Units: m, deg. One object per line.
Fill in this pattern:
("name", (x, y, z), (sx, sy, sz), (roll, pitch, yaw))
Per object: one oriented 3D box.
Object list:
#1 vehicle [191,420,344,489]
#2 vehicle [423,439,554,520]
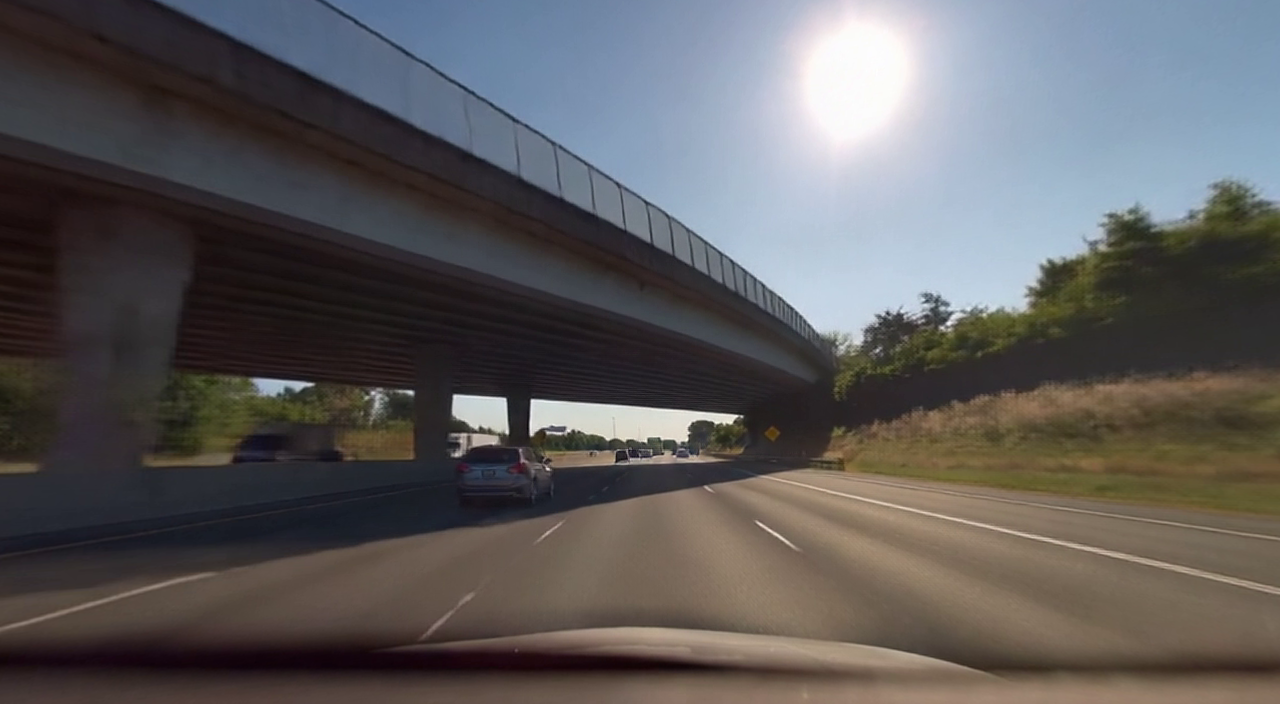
("vehicle", (-17.949, 5.025, 31.141), (2.612, 2.928, 7.459), (-1, -9, 3))
("vehicle", (-3.395, 2.930, 15.057), (2.016, 1.623, 4.126), (0, -9, 1))
